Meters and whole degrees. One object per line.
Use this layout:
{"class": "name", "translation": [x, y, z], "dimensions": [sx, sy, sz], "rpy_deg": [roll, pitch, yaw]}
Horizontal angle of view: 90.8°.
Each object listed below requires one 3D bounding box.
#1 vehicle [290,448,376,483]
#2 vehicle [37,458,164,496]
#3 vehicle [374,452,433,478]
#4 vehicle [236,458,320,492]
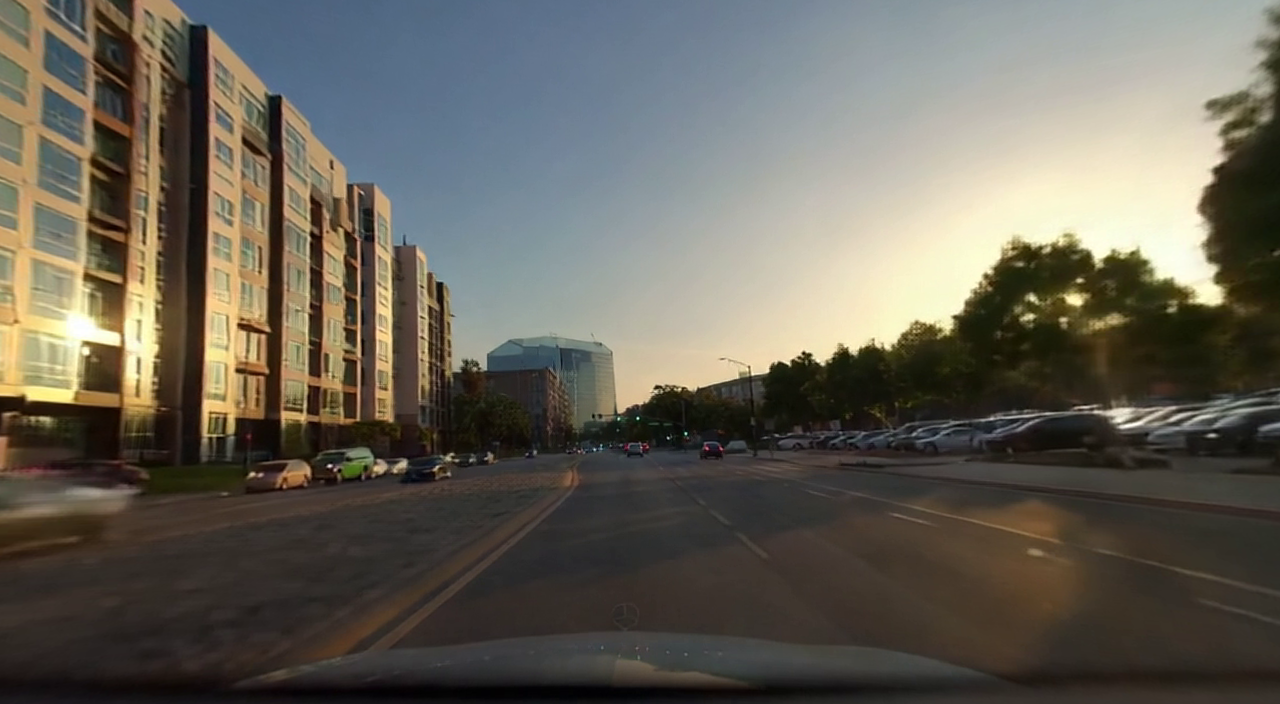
{"class": "vehicle", "translation": [-19.430, 7.187, 40.486], "dimensions": [2.373, 2.077, 6.457], "rpy_deg": [0, -9, -1]}
{"class": "vehicle", "translation": [-29.780, 6.883, 35.205], "dimensions": [2.344, 1.784, 5.438], "rpy_deg": [-1, -9, -1]}
{"class": "vehicle", "translation": [-15.274, 7.300, 41.080], "dimensions": [1.955, 1.516, 4.849], "rpy_deg": [0, -9, 0]}
{"class": "vehicle", "translation": [-19.259, 6.538, 33.895], "dimensions": [1.869, 1.606, 4.617], "rpy_deg": [0, -9, -2]}
